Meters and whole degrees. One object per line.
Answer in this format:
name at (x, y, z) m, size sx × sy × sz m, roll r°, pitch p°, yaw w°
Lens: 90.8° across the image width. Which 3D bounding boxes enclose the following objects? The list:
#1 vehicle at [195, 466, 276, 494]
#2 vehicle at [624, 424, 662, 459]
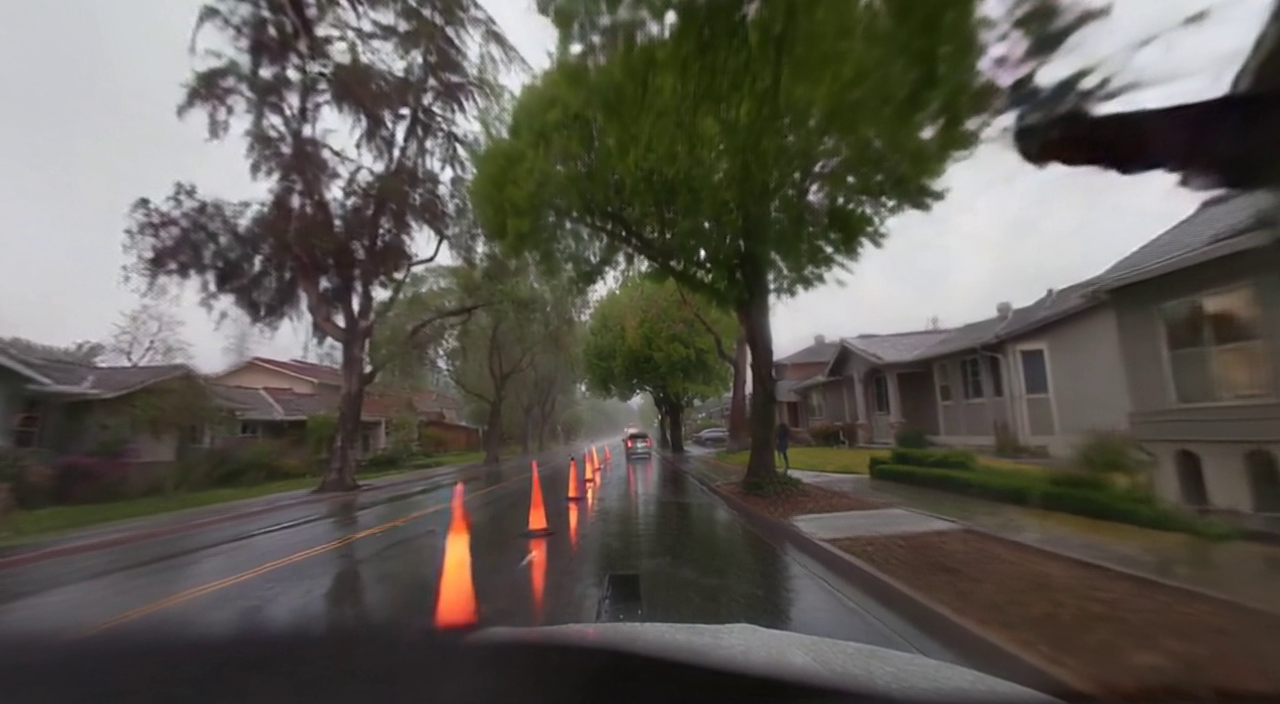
vehicle at (-25.063, 7.887, 39.115) m, size 4.314 × 1.583 × 1.779 m, roll -3°, pitch -9°, yaw 18°
vehicle at (0.116, 5.575, 39.283) m, size 2.169 × 2.015 × 5.206 m, roll 0°, pitch -8°, yaw -1°
